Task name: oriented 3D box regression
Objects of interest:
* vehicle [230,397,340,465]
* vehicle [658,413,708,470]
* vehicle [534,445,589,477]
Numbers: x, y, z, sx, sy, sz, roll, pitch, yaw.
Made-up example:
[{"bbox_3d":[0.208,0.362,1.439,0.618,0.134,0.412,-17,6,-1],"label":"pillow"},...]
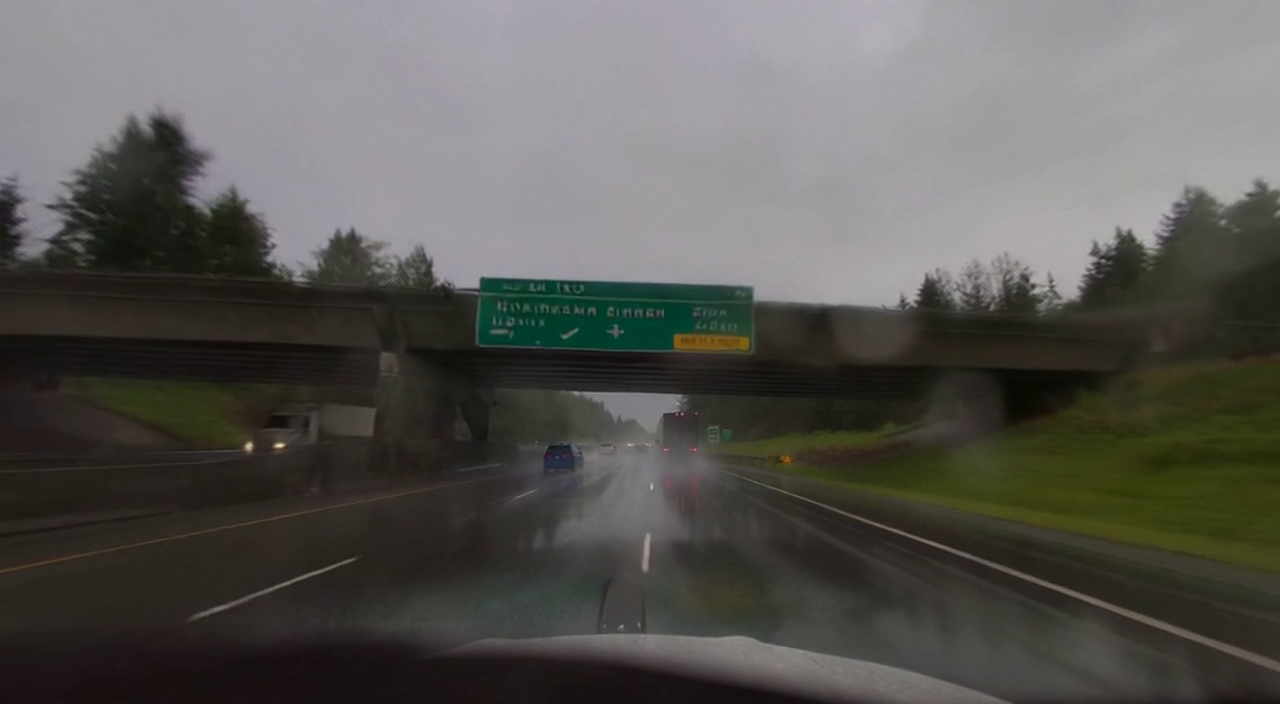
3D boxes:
[{"bbox_3d":[-22.008,5.017,39.630,2.992,3.914,6.177,-1,-9,2],"label":"vehicle"},{"bbox_3d":[3.136,7.056,49.476,2.943,3.830,12.409,0,-9,0],"label":"vehicle"},{"bbox_3d":[-3.935,5.562,32.414,2.038,1.489,4.603,-1,-9,3],"label":"vehicle"}]
